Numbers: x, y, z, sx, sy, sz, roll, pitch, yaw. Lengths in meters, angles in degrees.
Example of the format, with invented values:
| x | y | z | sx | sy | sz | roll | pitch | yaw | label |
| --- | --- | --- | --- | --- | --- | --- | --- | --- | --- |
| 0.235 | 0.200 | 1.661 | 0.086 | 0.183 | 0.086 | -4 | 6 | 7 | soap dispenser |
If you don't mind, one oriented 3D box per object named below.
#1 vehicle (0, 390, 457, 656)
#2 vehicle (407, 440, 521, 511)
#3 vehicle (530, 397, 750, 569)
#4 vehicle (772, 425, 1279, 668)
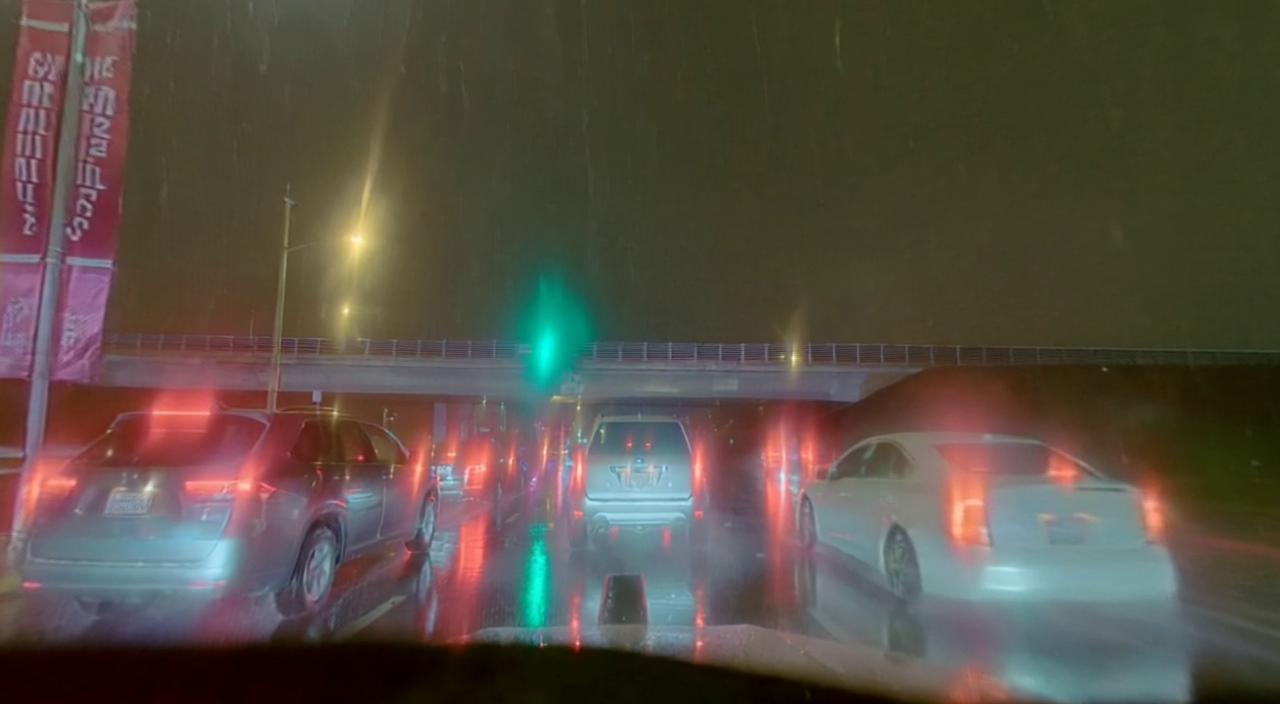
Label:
| x | y | z | sx | sy | sz | roll | pitch | yaw | label |
| --- | --- | --- | --- | --- | --- | --- | --- | --- | --- |
| -3.501 | 1.424 | 6.273 | 2.039 | 1.709 | 4.265 | 0 | -9 | 0 | vehicle |
| -4.157 | 2.945 | 15.428 | 1.797 | 1.505 | 3.506 | 0 | -9 | 0 | vehicle |
| -0.086 | 1.766 | 9.211 | 2.409 | 1.864 | 4.471 | 0 | -9 | -2 | vehicle |
| 3.042 | 1.568 | 6.406 | 2.228 | 1.472 | 4.939 | 0 | -9 | -1 | vehicle |
